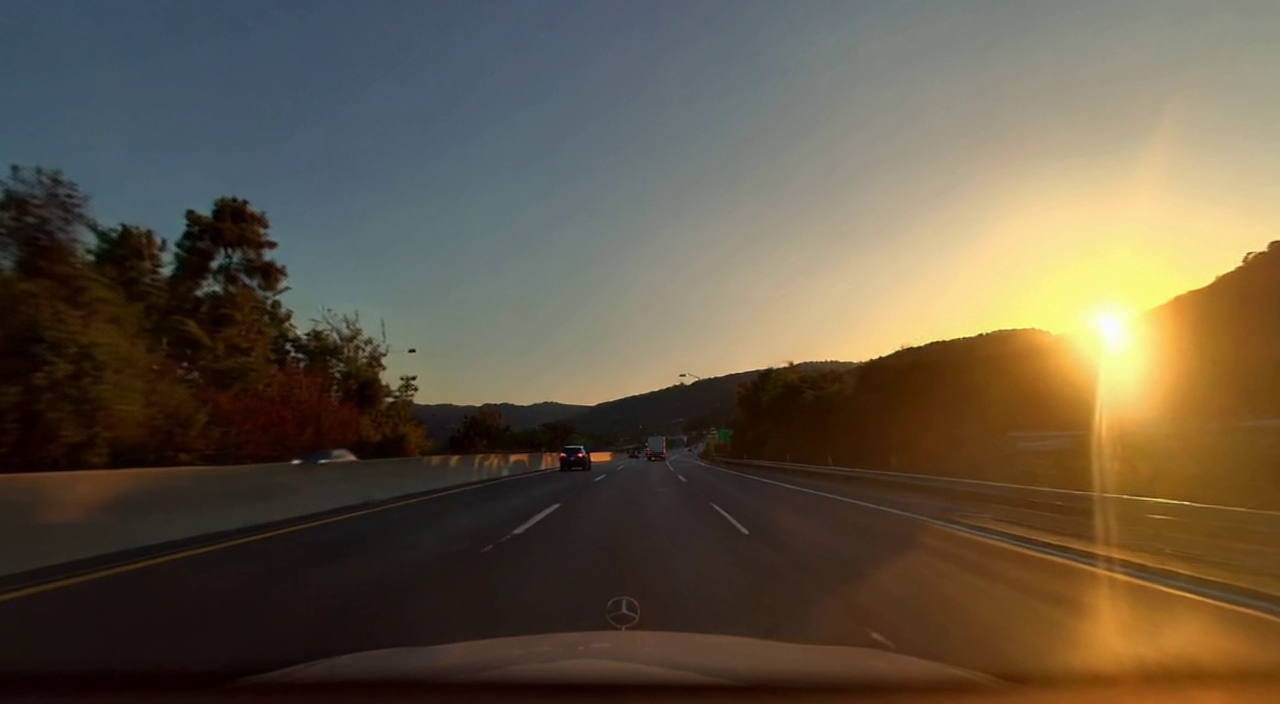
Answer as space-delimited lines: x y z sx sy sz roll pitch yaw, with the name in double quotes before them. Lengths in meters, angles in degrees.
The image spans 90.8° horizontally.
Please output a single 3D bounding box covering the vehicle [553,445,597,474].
"vehicle" -3.832 6.373 37.674 2.035 1.595 4.022 0 -9 2
